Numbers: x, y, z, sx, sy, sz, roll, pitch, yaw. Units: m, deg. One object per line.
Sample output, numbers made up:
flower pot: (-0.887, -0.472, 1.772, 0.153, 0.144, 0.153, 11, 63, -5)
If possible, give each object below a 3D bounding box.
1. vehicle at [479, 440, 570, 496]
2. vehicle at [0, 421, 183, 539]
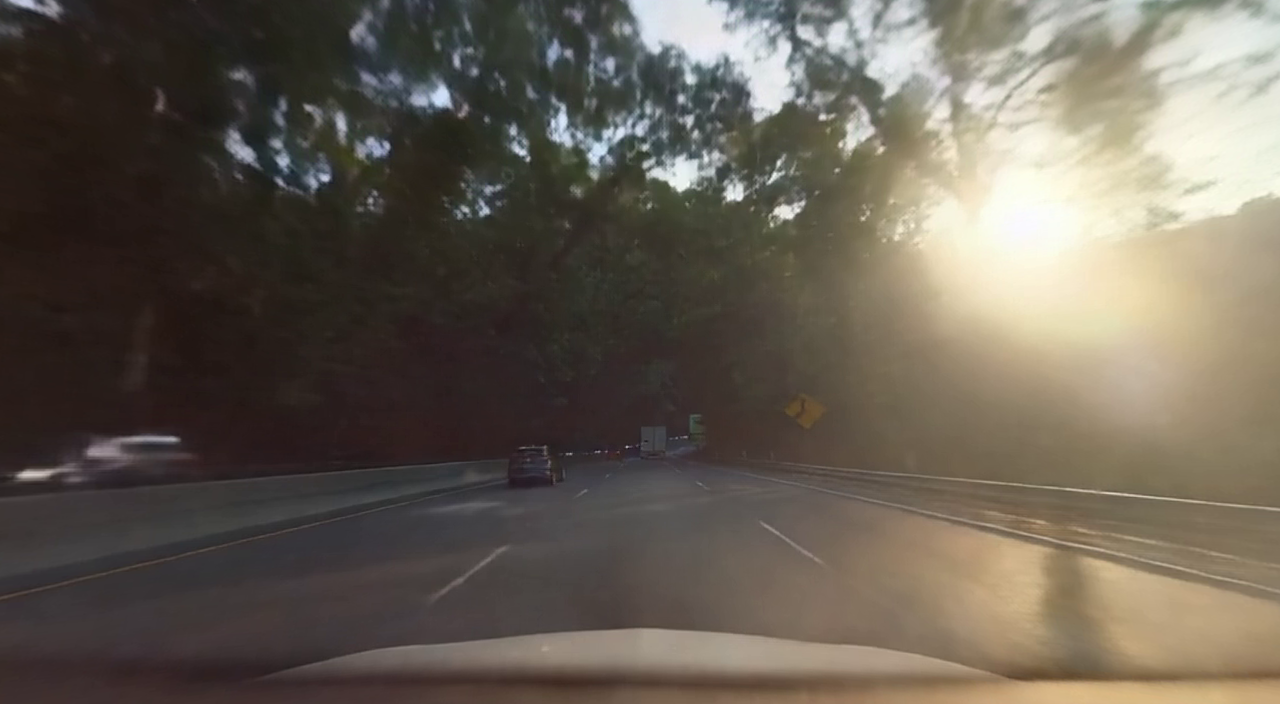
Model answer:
vehicle: (-3.582, 3.711, 20.461, 2.057, 1.618, 4.212, 0, -9, 1)
vehicle: (-12.367, 2.562, 12.992, 2.021, 2.068, 5.034, 0, -9, 0)
